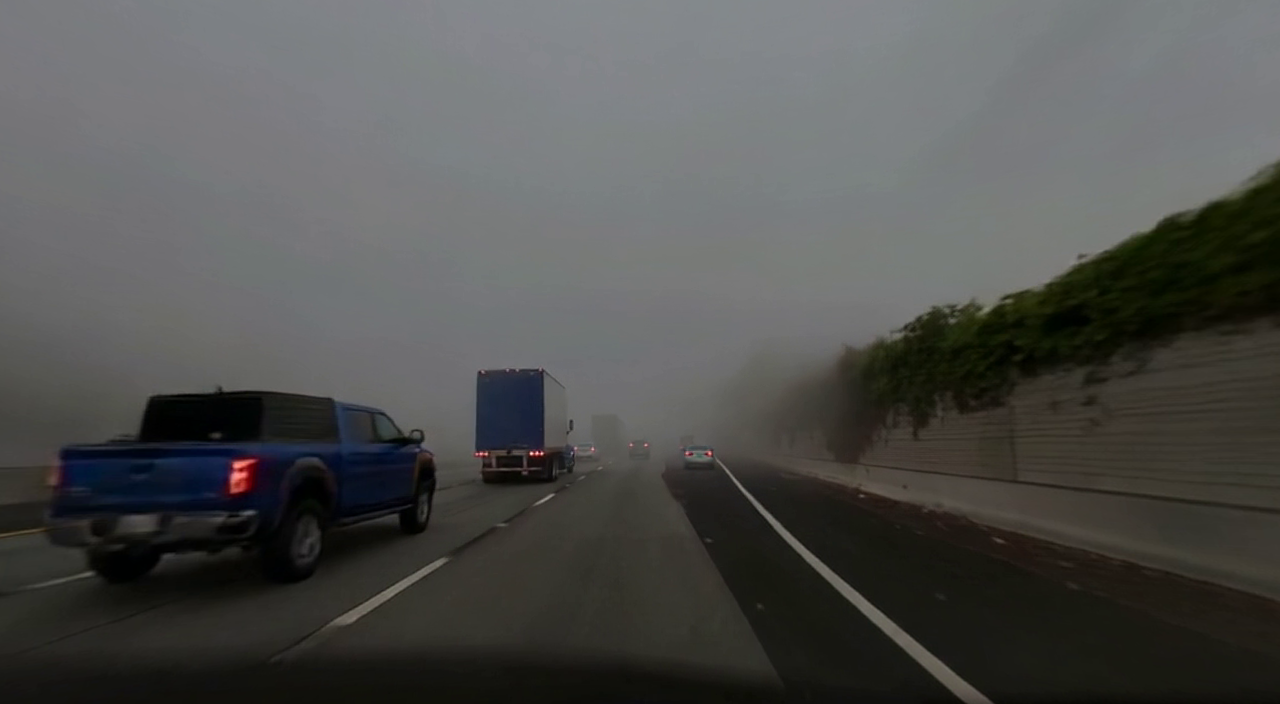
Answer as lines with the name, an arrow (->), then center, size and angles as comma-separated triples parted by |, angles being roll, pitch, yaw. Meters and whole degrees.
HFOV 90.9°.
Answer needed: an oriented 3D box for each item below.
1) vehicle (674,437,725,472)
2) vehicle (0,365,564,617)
vehicle -> 2.686, 4.710, 29.259 | 2.176, 1.493, 3.955 | -1, -8, 3
vehicle -> -3.931, 2.173, 12.466 | 3.050, 1.964, 15.030 | 0, -8, 0
